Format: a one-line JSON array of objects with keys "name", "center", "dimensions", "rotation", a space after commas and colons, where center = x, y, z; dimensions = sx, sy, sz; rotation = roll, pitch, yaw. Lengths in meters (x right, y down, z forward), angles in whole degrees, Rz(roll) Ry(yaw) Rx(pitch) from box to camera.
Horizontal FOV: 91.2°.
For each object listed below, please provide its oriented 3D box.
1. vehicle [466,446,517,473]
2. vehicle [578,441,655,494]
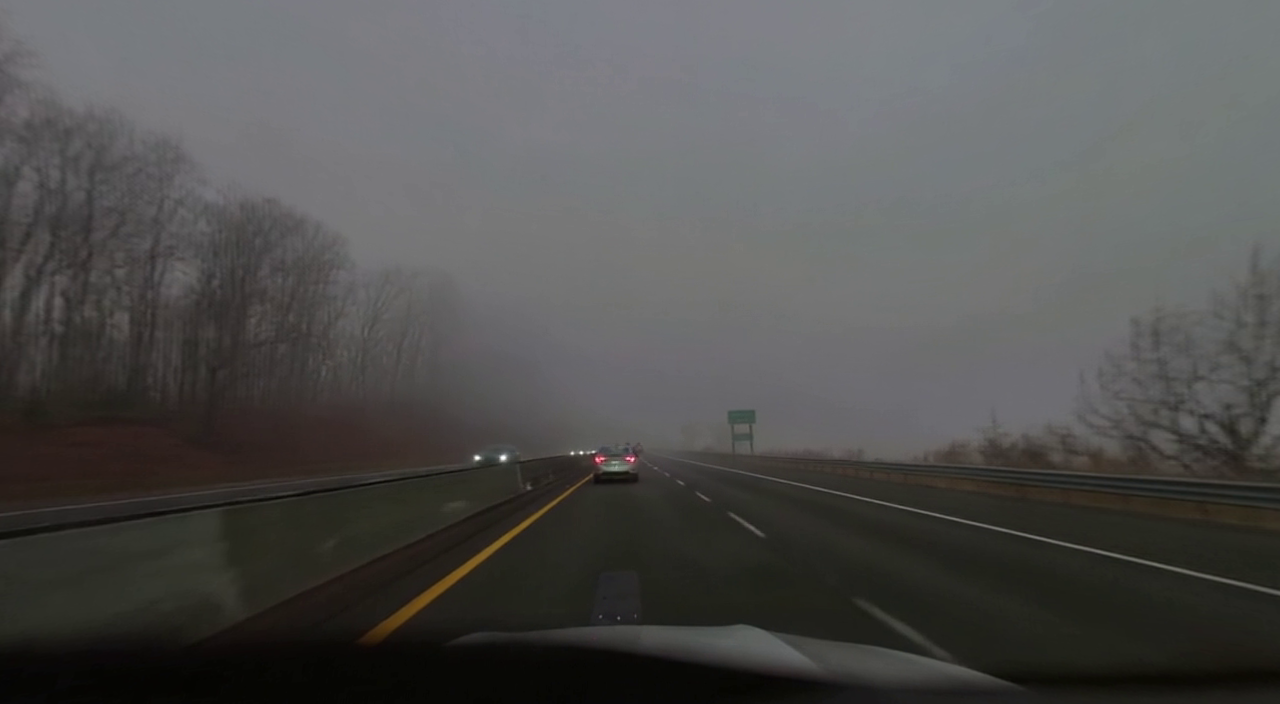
[{"name": "vehicle", "center": [-9.657, 7.017, 41.101], "dimensions": [2.330, 1.637, 4.272], "rotation": [0, -9, -1]}, {"name": "vehicle", "center": [-0.738, 3.679, 20.313], "dimensions": [2.244, 1.506, 4.097], "rotation": [0, -9, -1]}]
